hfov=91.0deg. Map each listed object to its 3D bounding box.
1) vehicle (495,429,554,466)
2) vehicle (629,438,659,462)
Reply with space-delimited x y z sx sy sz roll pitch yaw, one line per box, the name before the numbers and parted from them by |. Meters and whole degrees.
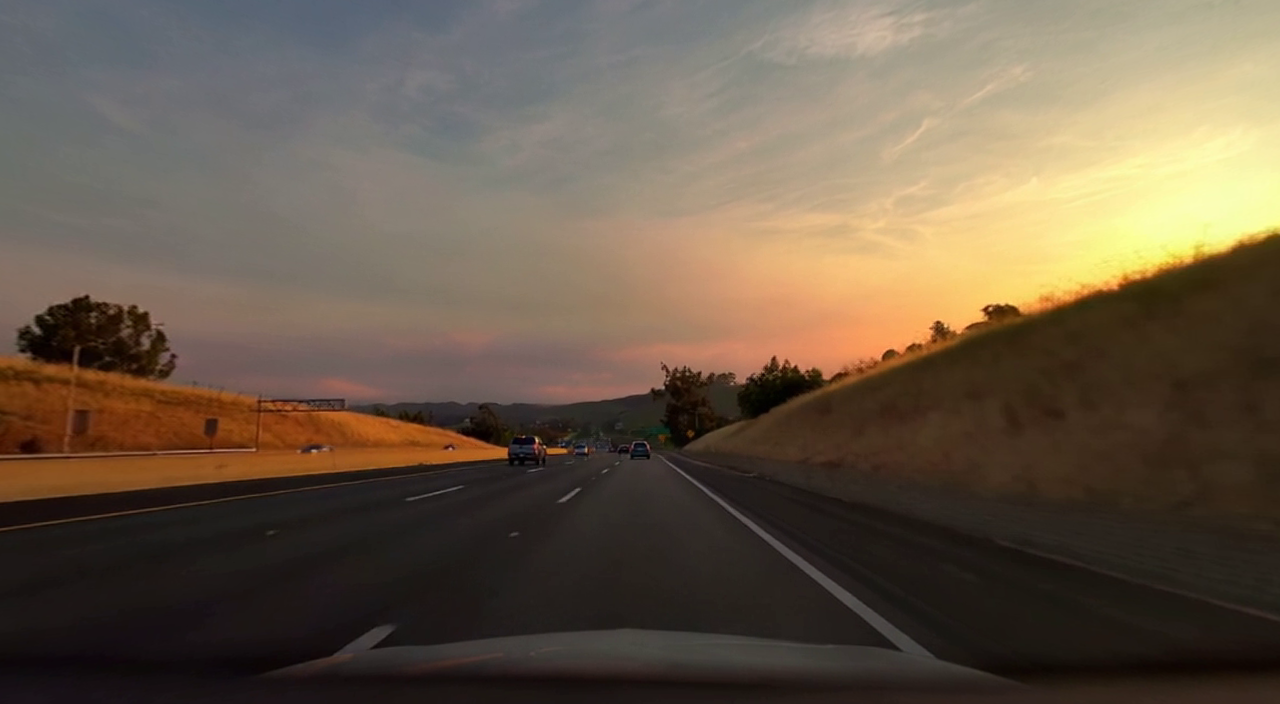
vehicle | -6.692 5.655 37.303 2.438 1.967 5.596 0 -8 0
vehicle | 0.260 7.416 47.720 2.141 1.706 4.065 0 -8 -1
